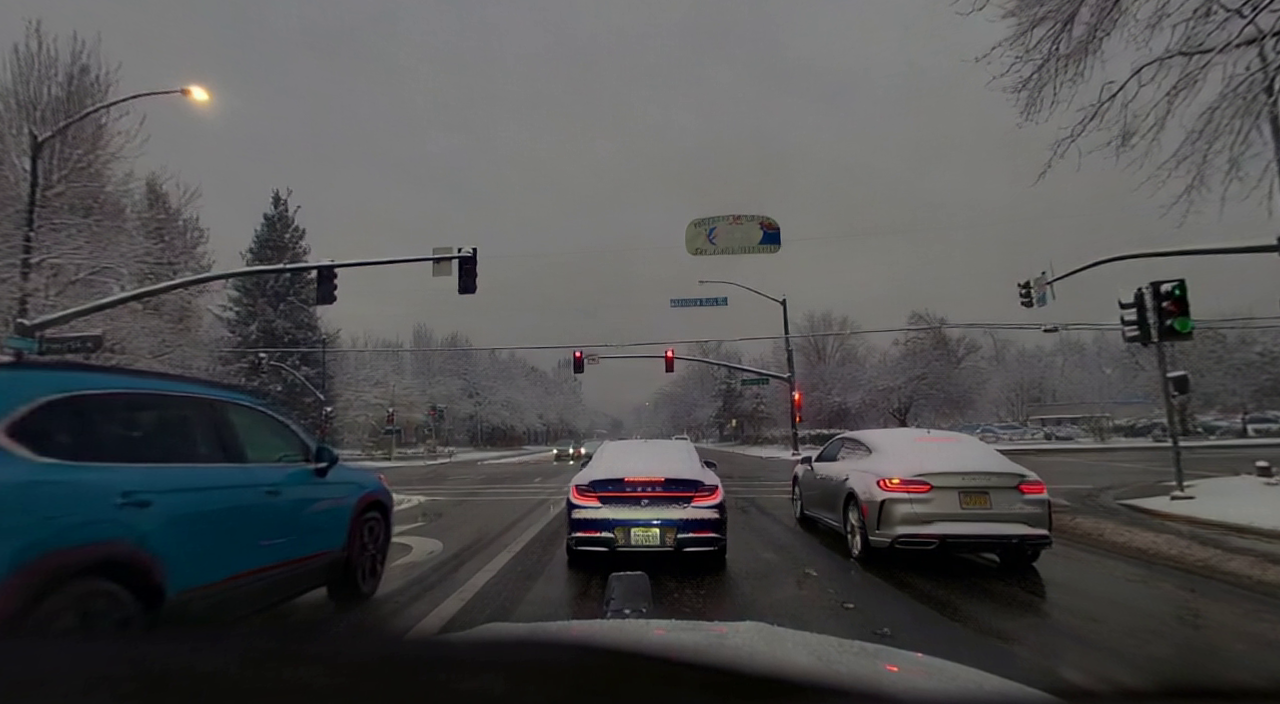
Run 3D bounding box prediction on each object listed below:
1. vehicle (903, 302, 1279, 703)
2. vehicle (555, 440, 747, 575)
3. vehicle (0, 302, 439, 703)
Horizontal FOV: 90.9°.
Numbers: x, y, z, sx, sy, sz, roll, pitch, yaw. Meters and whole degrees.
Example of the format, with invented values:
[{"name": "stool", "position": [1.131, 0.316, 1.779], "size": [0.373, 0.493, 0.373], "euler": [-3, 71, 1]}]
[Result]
[{"name": "vehicle", "position": [3.101, 0.807, 2.524], "size": [2.143, 1.759, 4.531], "euler": [0, -8, 0]}, {"name": "vehicle", "position": [0.121, 1.872, 8.388], "size": [1.945, 1.343, 3.827], "euler": [0, -8, 0]}, {"name": "vehicle", "position": [-3.262, 1.042, 4.367], "size": [2.061, 1.781, 4.842], "euler": [0, -8, 1]}]
